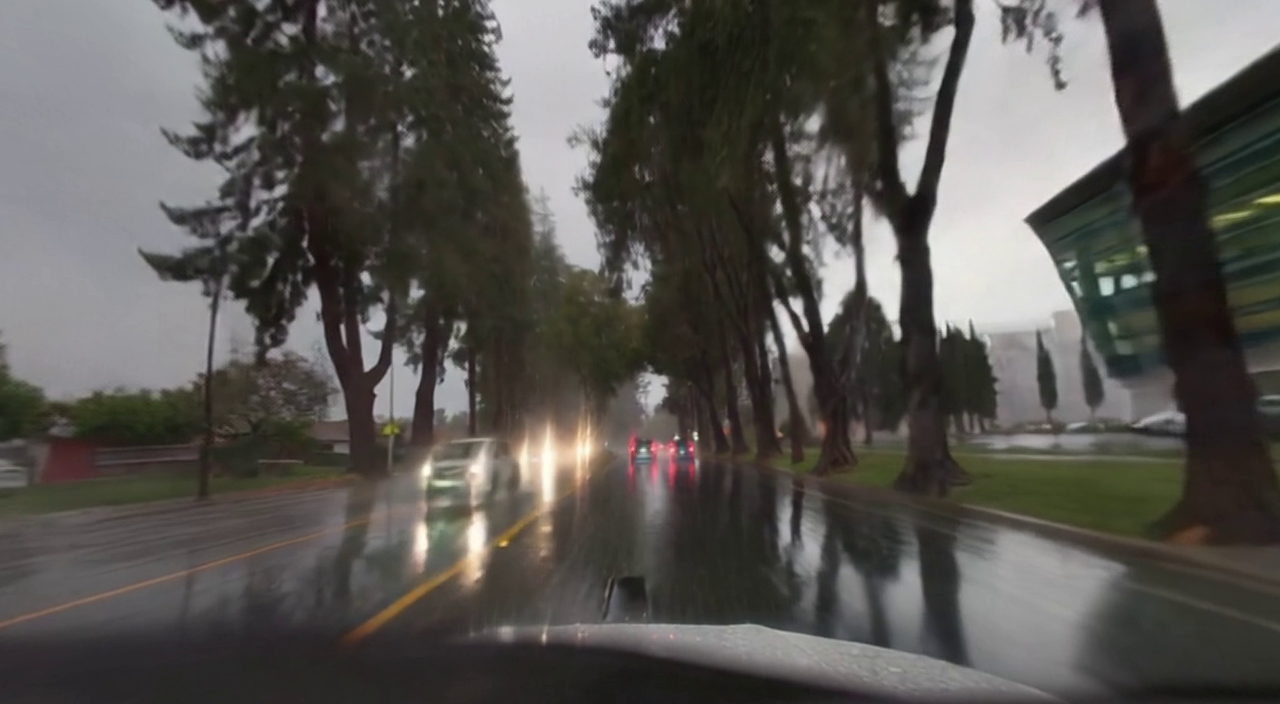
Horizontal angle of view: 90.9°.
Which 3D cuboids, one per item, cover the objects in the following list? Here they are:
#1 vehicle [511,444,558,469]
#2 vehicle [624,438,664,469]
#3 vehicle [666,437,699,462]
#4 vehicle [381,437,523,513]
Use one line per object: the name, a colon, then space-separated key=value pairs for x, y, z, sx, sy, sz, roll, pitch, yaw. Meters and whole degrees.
vehicle: x=-6.487 y=6.475 z=39.384 sx=2.081 sy=1.477 sz=4.760 roll=0 pitch=-8 yaw=1
vehicle: x=0.208 y=5.654 z=35.270 sx=2.109 sy=1.612 sz=3.963 roll=0 pitch=-8 yaw=0
vehicle: x=3.167 y=7.417 z=47.941 sx=2.189 sy=1.766 sz=4.495 roll=0 pitch=-8 yaw=-1
vehicle: x=-4.188 y=2.787 z=14.904 sx=2.014 sy=1.487 sz=4.591 roll=0 pitch=-8 yaw=-1
